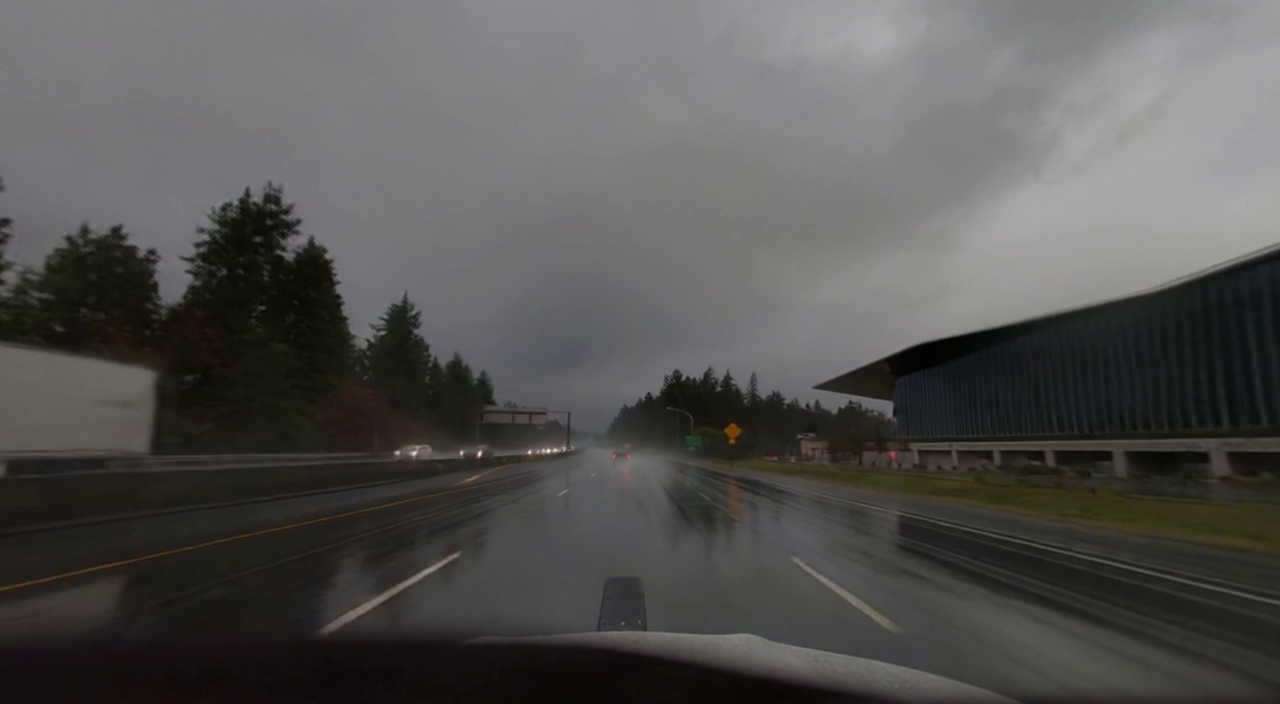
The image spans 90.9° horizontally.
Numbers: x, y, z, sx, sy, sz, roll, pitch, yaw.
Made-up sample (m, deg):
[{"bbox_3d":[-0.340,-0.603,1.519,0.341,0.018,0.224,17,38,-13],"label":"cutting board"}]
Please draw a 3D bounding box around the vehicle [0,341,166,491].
[{"bbox_3d":[-18.661,1.971,18.548,2.892,3.974,8.106,0,-9,1],"label":"vehicle"}]
